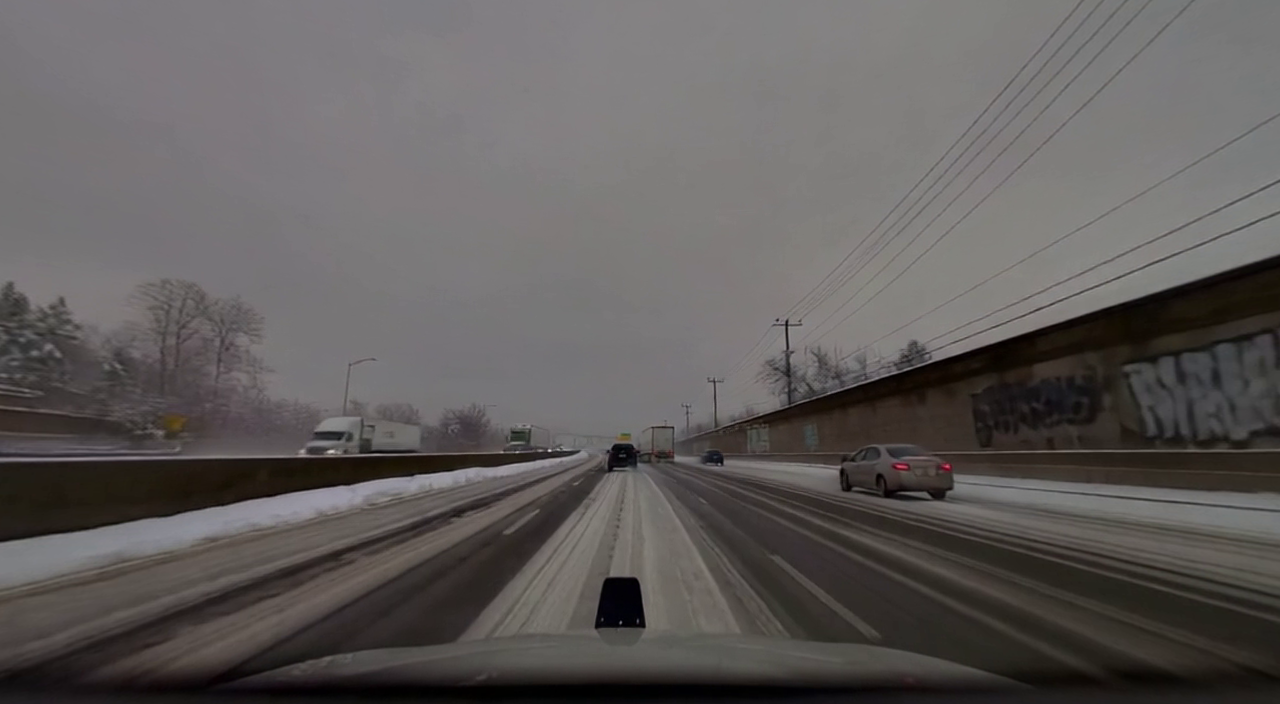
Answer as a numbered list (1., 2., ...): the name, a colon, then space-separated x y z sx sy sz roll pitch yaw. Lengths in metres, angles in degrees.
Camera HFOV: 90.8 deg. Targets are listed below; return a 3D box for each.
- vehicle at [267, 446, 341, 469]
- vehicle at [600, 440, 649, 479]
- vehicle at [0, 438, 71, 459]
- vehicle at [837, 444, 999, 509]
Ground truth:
1. vehicle: -17.541 5.511 33.202 1.781 1.142 3.830 0 -9 0
2. vehicle: -0.679 5.054 29.883 2.191 1.685 3.353 0 -9 0
3. vehicle: -31.090 4.705 30.871 4.563 0.956 2.176 5 -9 -34
4. vehicle: 7.089 3.211 16.815 2.018 1.451 4.762 0 -9 -2
